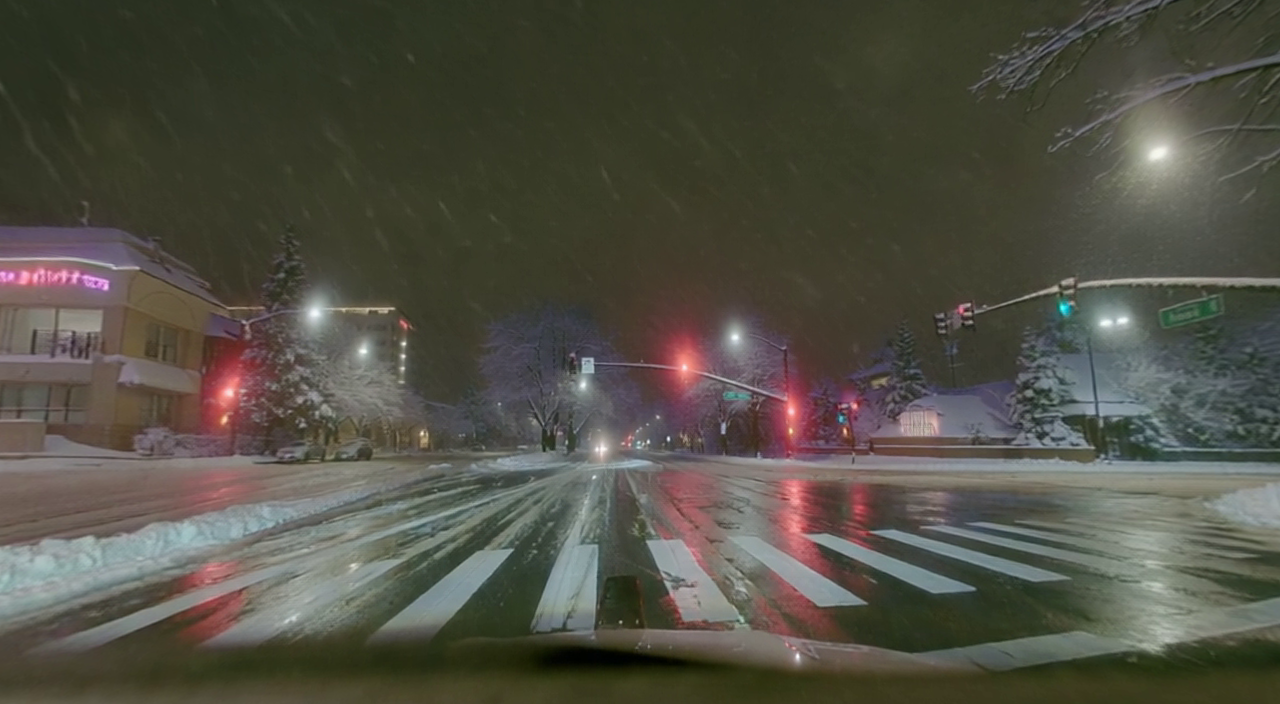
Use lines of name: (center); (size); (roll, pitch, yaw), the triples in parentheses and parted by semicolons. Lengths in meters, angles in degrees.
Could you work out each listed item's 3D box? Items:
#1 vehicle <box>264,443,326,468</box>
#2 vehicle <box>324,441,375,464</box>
vehicle: (-21.828, 6.555, 40.145); (2.005, 1.496, 4.020); (1, -9, -6)
vehicle: (-22.441, 7.775, 48.986); (2.023, 1.706, 4.756); (1, -9, -6)
